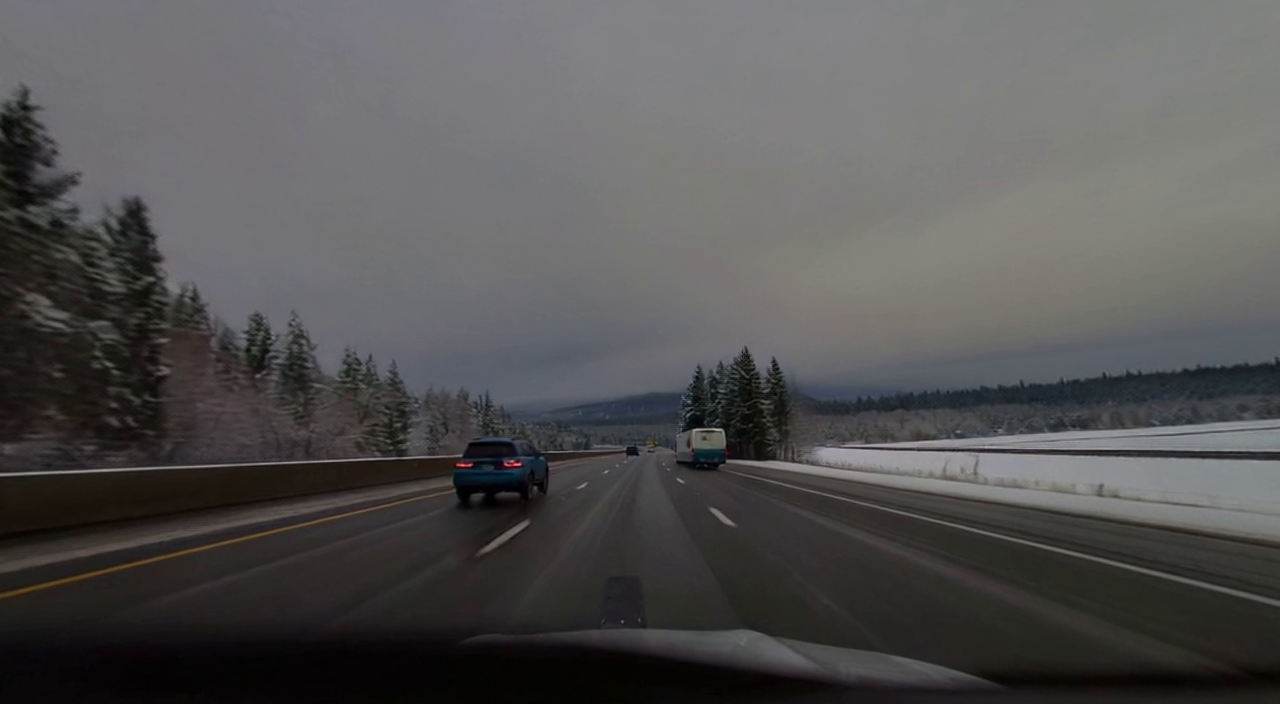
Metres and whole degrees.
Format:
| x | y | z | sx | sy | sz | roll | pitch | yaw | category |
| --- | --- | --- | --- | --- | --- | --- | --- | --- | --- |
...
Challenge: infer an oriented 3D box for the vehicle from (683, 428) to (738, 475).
| x | y | z | sx | sy | sz | roll | pitch | yaw | category |
| --- | --- | --- | --- | --- | --- | --- | --- | --- | --- |
| 4.243 | 6.189 | 39.321 | 2.614 | 2.655 | 6.429 | 0 | -9 | -1 | vehicle |

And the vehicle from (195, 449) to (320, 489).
| x | y | z | sx | sy | sz | roll | pitch | yaw | category |
| --- | --- | --- | --- | --- | --- | --- | --- | --- | --- |
| -20.103 | 6.153 | 33.696 | 2.218 | 1.875 | 6.898 | 0 | -9 | 1 | vehicle |

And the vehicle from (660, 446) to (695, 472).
| x | y | z | sx | sy | sz | roll | pitch | yaw | category |
| --- | --- | --- | --- | --- | --- | --- | --- | --- | --- |
| 2.572 | 7.465 | 44.209 | 2.260 | 1.703 | 4.959 | 0 | -9 | 1 | vehicle |

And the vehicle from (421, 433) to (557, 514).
| x | y | z | sx | sy | sz | roll | pitch | yaw | category |
| --- | --- | --- | --- | --- | --- | --- | --- | --- | --- |
| -3.379 | 2.826 | 15.153 | 2.020 | 1.619 | 4.690 | 0 | -9 | 1 | vehicle |
